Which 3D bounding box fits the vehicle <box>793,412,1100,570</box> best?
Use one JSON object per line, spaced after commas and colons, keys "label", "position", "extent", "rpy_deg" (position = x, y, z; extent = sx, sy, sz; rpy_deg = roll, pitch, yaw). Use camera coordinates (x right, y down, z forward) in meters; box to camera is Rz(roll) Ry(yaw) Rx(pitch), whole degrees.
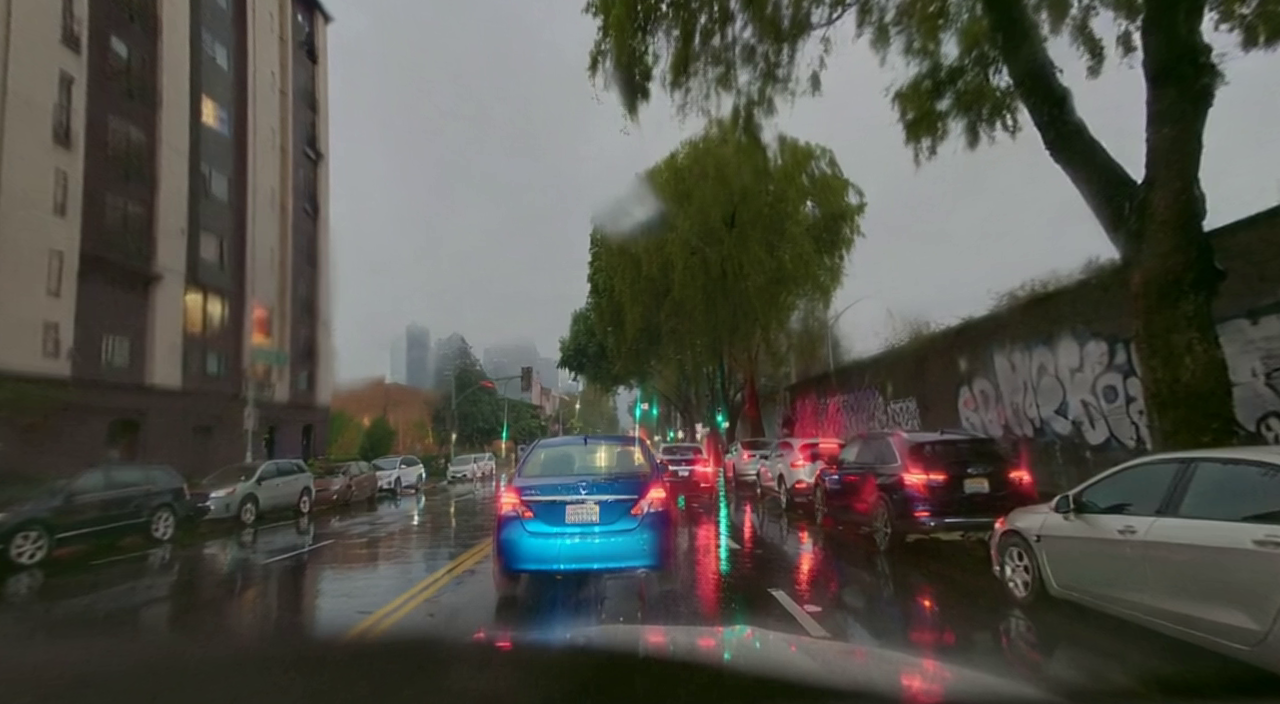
{"label": "vehicle", "position": [4.199, 2.000, 10.007], "extent": [2.097, 1.811, 5.230], "rpy_deg": [0, -8, -2]}

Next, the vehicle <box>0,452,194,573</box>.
{"label": "vehicle", "position": [-10.853, 2.894, 11.614], "extent": [1.988, 1.781, 4.827], "rpy_deg": [-8, -8, -4]}

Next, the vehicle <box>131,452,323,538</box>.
{"label": "vehicle", "position": [-10.874, 3.714, 17.127], "extent": [2.276, 1.741, 4.439], "rpy_deg": [-6, -8, -1]}

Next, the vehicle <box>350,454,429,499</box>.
{"label": "vehicle", "position": [-11.022, 5.445, 28.074], "extent": [1.822, 1.639, 4.144], "rpy_deg": [-5, -8, 0]}

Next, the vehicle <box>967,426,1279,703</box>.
{"label": "vehicle", "position": [4.261, 1.319, 3.989], "extent": [1.955, 1.535, 4.266], "rpy_deg": [4, -9, -3]}

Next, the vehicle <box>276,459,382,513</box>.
{"label": "vehicle", "position": [-11.057, 4.741, 22.788], "extent": [1.741, 1.506, 4.370], "rpy_deg": [-5, -8, -2]}

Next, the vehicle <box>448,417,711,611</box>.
{"label": "vehicle", "position": [-0.502, 1.660, 7.434], "extent": [2.166, 1.579, 4.300], "rpy_deg": [0, -8, 0]}
